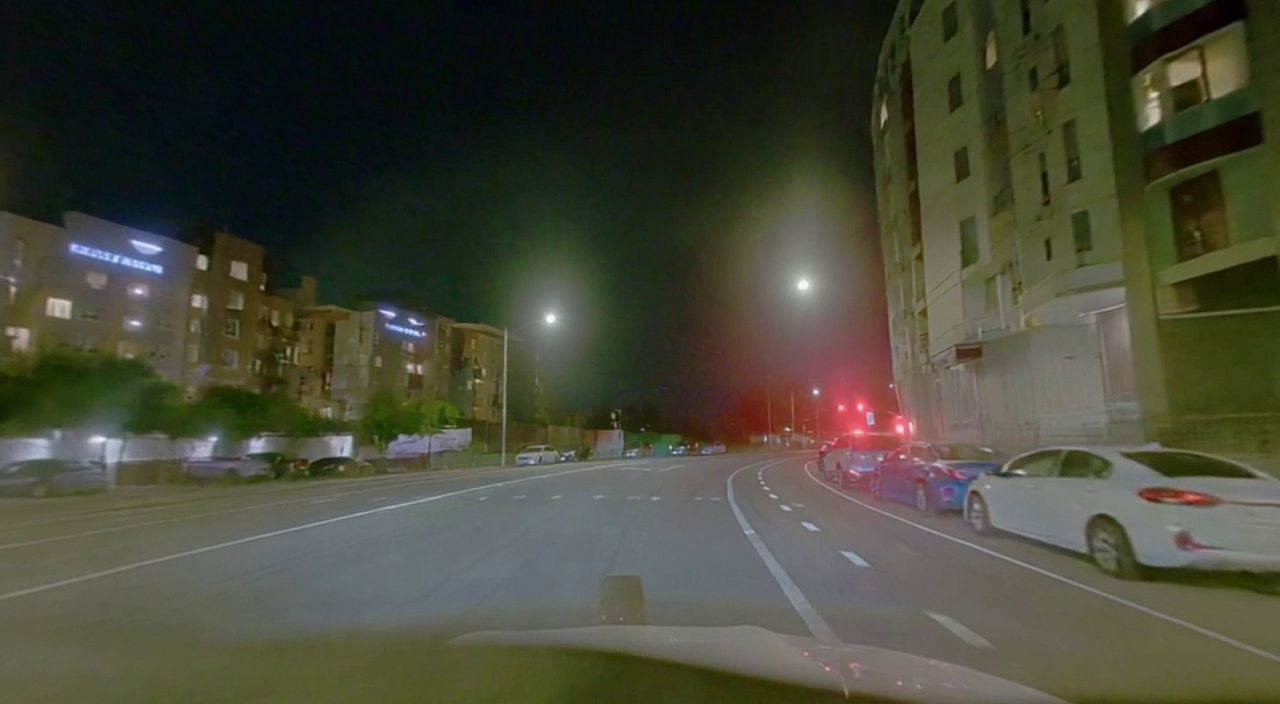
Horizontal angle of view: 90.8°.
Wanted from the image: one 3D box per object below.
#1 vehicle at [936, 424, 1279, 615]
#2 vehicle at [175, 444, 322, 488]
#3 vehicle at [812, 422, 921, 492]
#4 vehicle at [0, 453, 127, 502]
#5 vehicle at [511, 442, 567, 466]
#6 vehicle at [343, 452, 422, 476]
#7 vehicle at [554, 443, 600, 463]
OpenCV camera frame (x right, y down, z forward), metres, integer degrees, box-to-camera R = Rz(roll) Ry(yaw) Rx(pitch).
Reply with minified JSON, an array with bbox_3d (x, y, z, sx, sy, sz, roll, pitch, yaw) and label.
[{"bbox_3d":[5.613,1.685,7.489,2.077,1.502,4.902,-1,-8,4],"label":"vehicle"},{"bbox_3d":[-19.614,5.701,31.791,6.006,1.964,2.474,-1,-10,9],"label":"vehicle"},{"bbox_3d":[6.643,3.127,19.196,2.041,1.811,5.168,-1,-8,8],"label":"vehicle"},{"bbox_3d":[-24.289,5.156,26.201,4.462,1.832,2.103,-1,-8,10],"label":"vehicle"},{"bbox_3d":[-6.712,6.815,42.467,1.882,1.508,4.476,-3,-9,16],"label":"vehicle"},{"bbox_3d":[-16.393,7.144,40.334,4.178,1.407,2.012,-2,-9,11],"label":"vehicle"},{"bbox_3d":[-4.791,7.747,48.760,1.841,1.444,4.554,-3,-9,19],"label":"vehicle"}]
